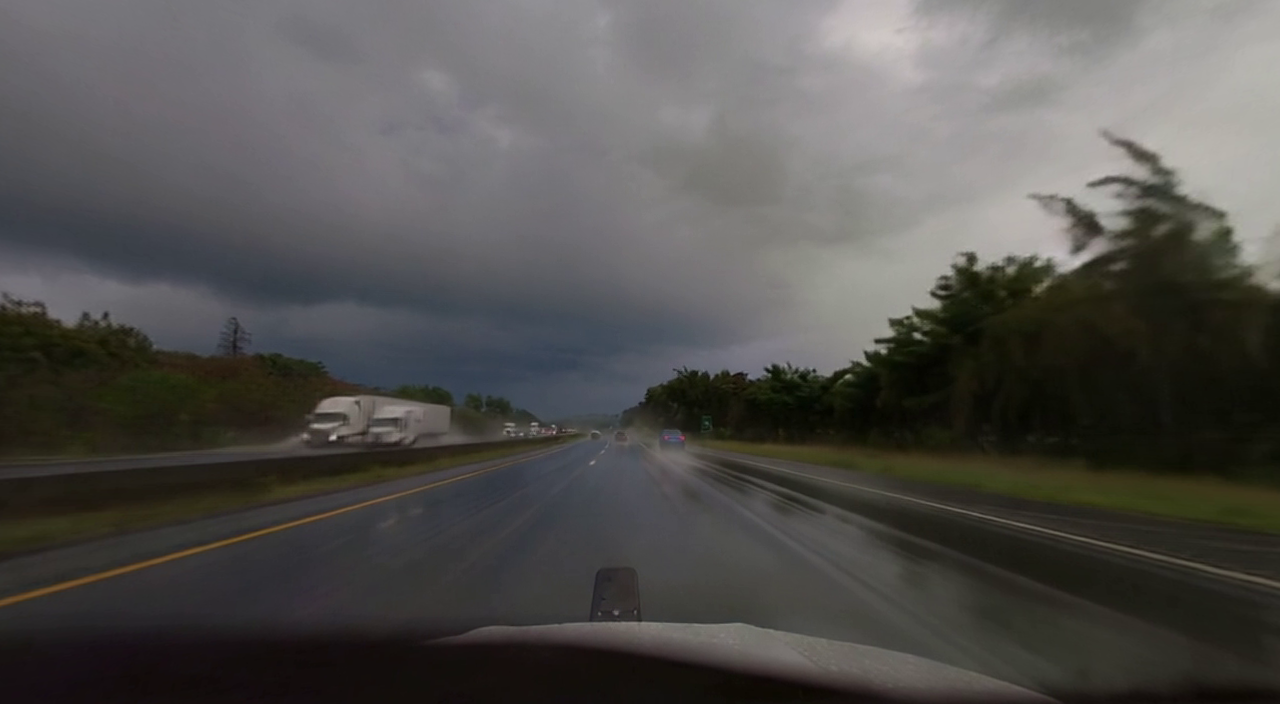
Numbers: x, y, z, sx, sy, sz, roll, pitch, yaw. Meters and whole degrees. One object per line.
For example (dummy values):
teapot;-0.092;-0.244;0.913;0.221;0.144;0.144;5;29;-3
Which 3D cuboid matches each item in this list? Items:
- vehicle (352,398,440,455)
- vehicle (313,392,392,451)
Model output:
vehicle;-15.775;4.952;41.376;2.845;3.395;7.669;0;-8;-2
vehicle;-20.438;5.035;45.195;2.988;3.962;5.807;0;-8;-2
